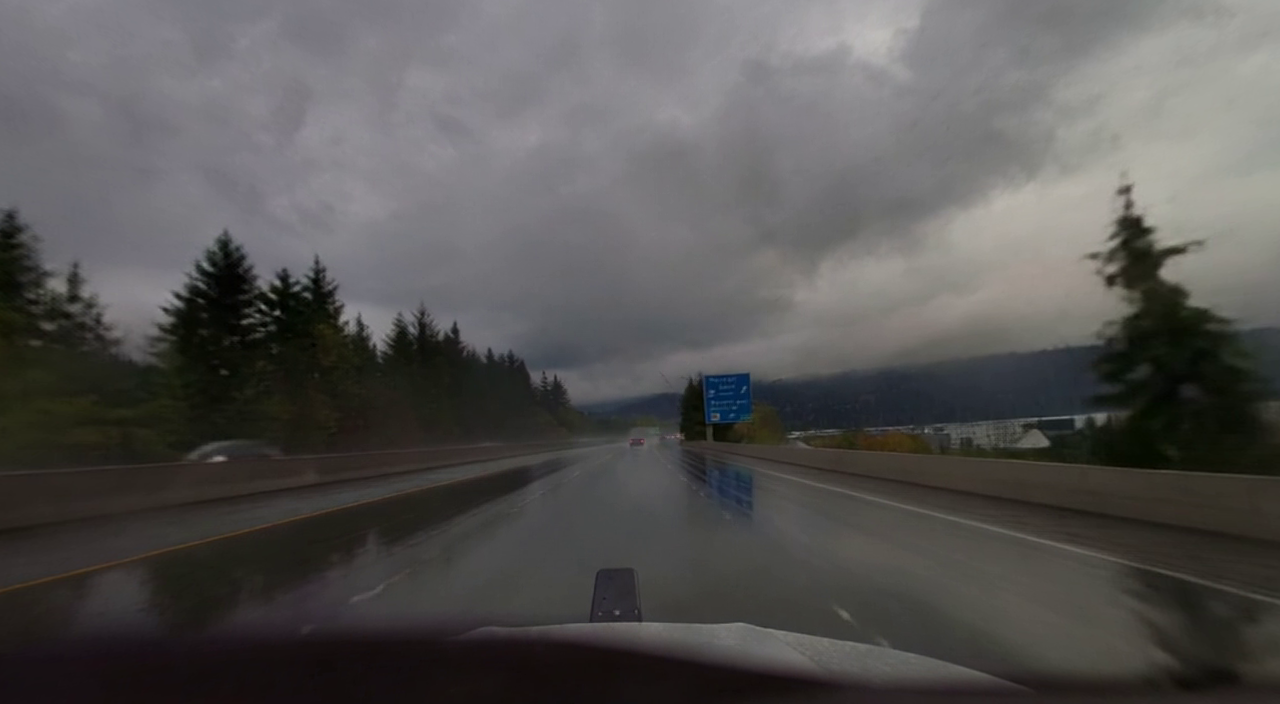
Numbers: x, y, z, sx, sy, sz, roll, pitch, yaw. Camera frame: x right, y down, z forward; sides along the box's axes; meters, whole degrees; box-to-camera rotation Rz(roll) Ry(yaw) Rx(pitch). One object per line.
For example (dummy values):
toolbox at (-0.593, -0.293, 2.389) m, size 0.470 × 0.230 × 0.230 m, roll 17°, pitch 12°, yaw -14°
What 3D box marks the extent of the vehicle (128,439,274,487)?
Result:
vehicle at (-14.710, 3.695, 21.407) m, size 1.994 × 1.455 × 4.162 m, roll 0°, pitch -8°, yaw -1°
